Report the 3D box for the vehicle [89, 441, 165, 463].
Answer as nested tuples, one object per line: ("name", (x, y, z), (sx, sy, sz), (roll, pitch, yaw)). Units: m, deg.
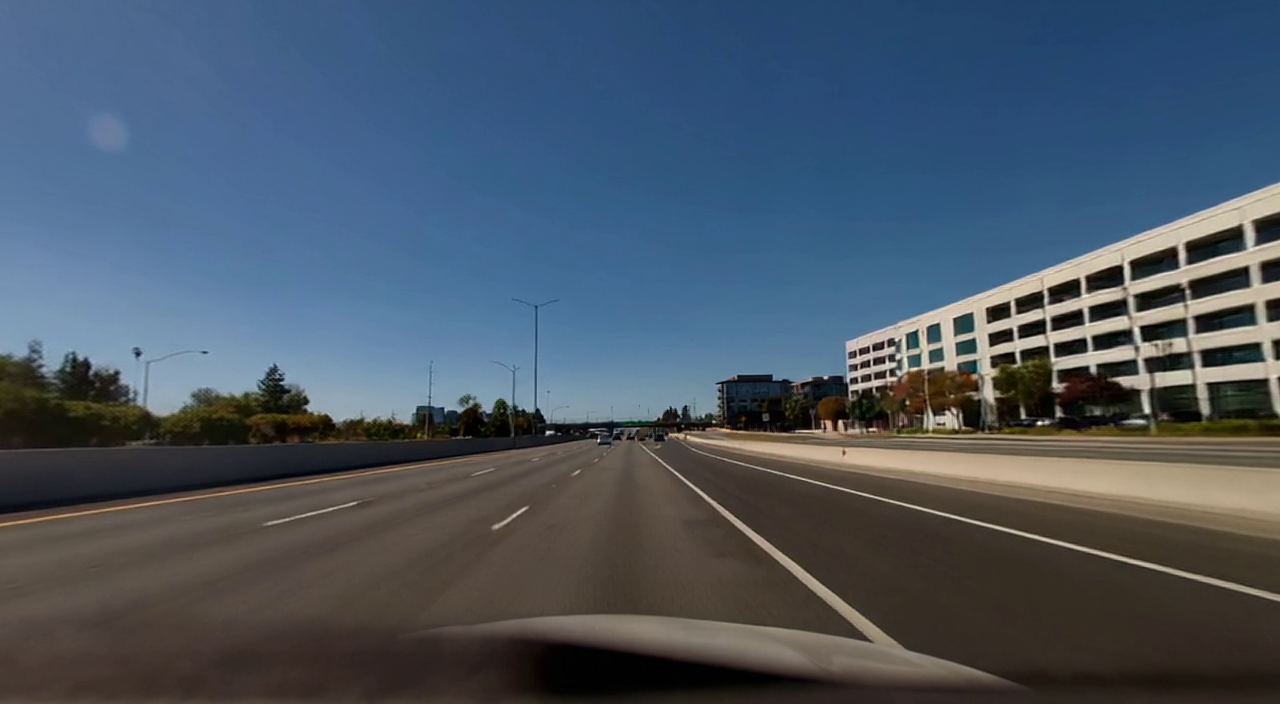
("vehicle", (-38.256, 7.446, 47.051), (1.864, 1.468, 4.540), (0, -8, 0))
